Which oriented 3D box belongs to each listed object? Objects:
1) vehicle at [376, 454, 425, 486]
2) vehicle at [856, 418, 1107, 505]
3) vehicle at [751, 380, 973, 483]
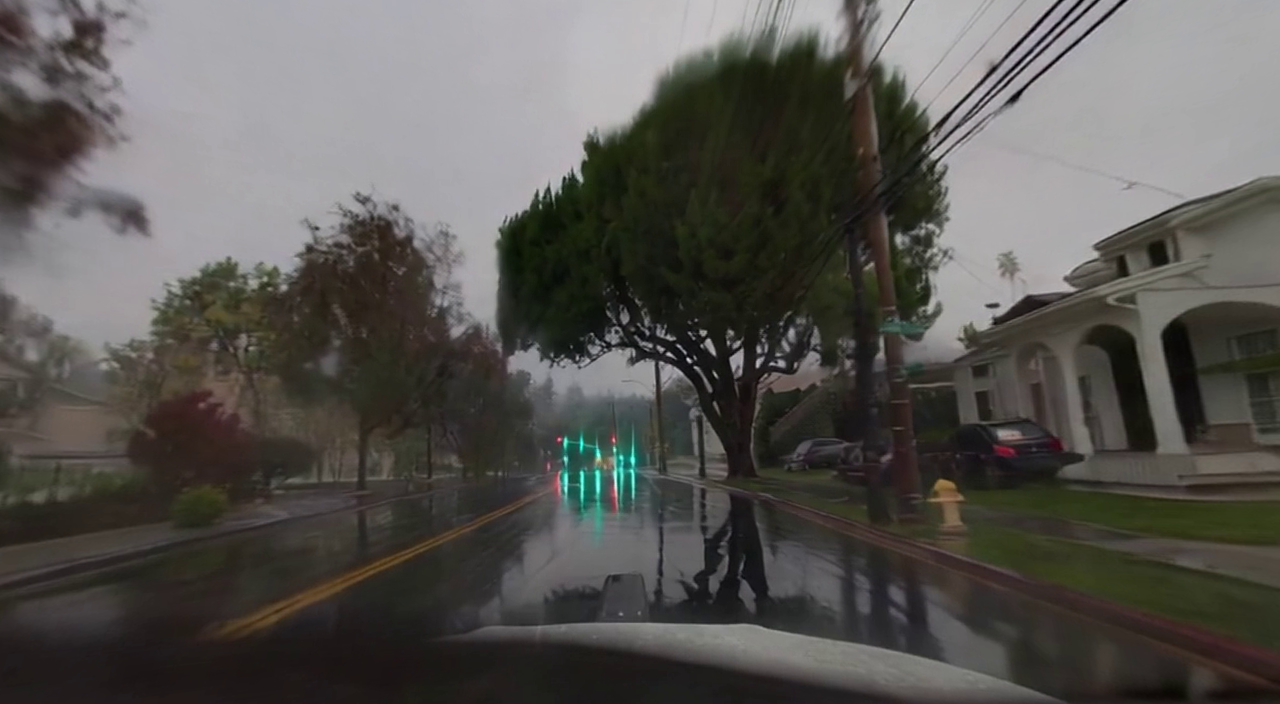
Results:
[{"bbox_3d":[-13.168,6.416,34.728,2.390,1.431,4.253,1,-8,-21],"label":"vehicle"},{"bbox_3d":[7.471,2.425,14.191,4.412,1.565,1.957,-3,-9,-1],"label":"vehicle"},{"bbox_3d":[8.082,2.943,23.524,7.115,3.010,2.378,-4,-8,-6],"label":"vehicle"}]
